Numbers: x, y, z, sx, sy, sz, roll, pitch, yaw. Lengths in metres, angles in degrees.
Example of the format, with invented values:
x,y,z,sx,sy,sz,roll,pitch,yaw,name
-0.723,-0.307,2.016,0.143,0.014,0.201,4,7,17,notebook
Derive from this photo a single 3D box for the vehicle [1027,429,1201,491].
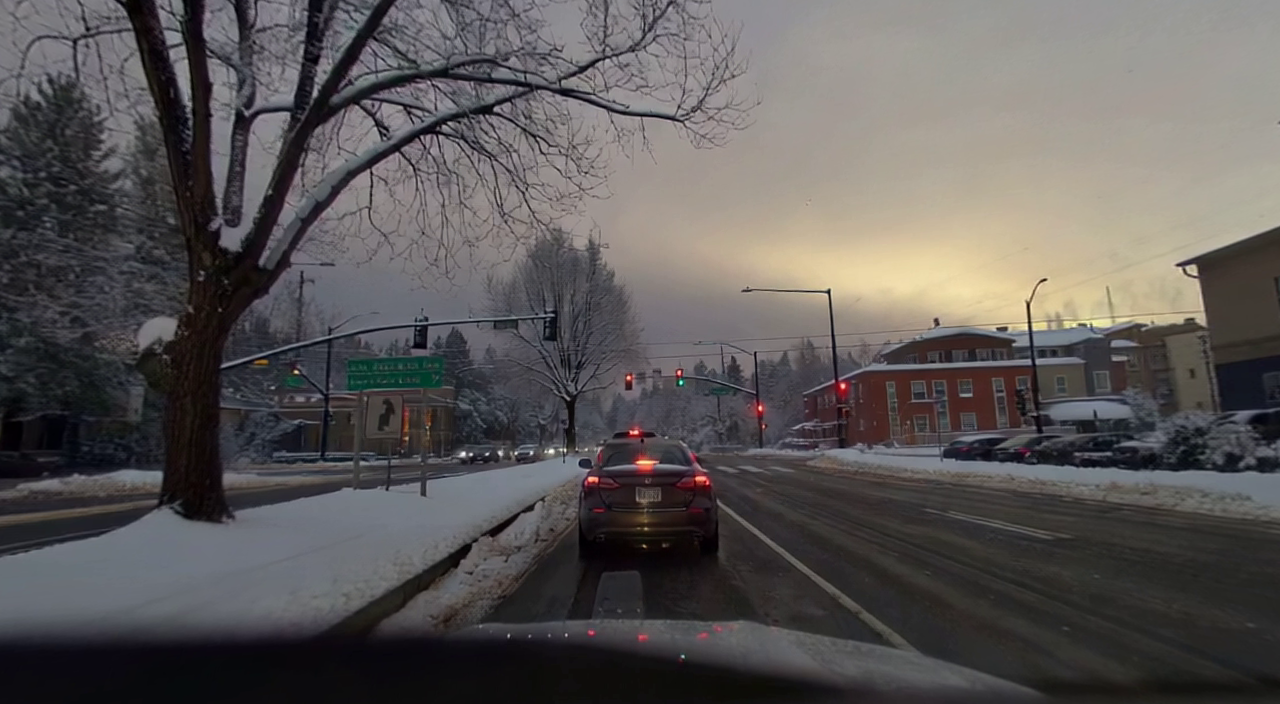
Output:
x,y,z,sx,sy,sz,roll,pitch,yaw,name
13.078,3.000,17.737,1.859,1.525,3.948,0,-9,1,vehicle

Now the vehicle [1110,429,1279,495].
x,y,z,sx,sy,sz,roll,pitch,yaw,name
15.766,3.073,17.851,1.814,1.642,3.863,0,-9,1,vehicle

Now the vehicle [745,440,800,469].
x,y,z,sx,sy,sz,roll,pitch,yaw,name
7.032,5.482,33.821,1.932,1.439,4.159,0,-9,-1,vehicle

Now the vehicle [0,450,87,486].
x,y,z,sx,sy,sz,roll,pitch,yaw,name
-27.399,5.089,27.900,1.773,1.438,4.268,0,-9,2,vehicle

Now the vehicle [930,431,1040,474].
x,y,z,sx,sy,sz,roll,pitch,yaw,name
13.093,3.844,24.167,1.887,1.504,3.898,0,-9,-2,vehicle

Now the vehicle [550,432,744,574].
x,y,z,sx,sy,sz,roll,pitch,yaw,name
-0.034,1.878,8.654,2.010,1.447,4.121,0,-9,-3,vehicle
